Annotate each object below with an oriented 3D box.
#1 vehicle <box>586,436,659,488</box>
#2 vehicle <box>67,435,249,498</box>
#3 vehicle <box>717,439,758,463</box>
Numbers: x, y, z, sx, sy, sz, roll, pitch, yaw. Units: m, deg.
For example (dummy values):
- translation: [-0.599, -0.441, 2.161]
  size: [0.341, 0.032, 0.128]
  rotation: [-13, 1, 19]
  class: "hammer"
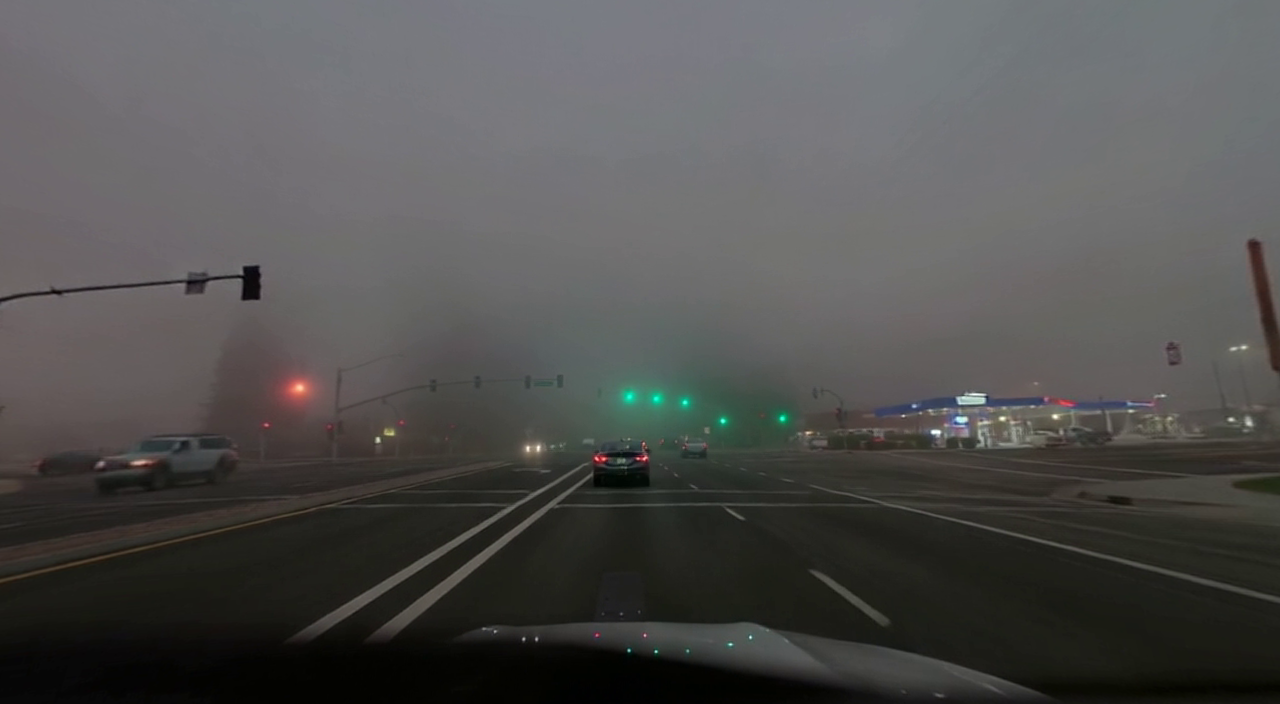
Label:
- translation: [-0.509, 3.370, 19.644]
  size: [2.040, 1.451, 3.736]
  rotation: [0, -8, 0]
  class: "vehicle"
- translation: [-17.198, 4.096, 23.116]
  size: [2.224, 2.000, 5.743]
  rotation: [0, -8, -1]
  class: "vehicle"
- translation: [6.292, 6.460, 41.229]
  size: [1.890, 1.489, 4.396]
  rotation: [0, -8, -1]
  class: "vehicle"
